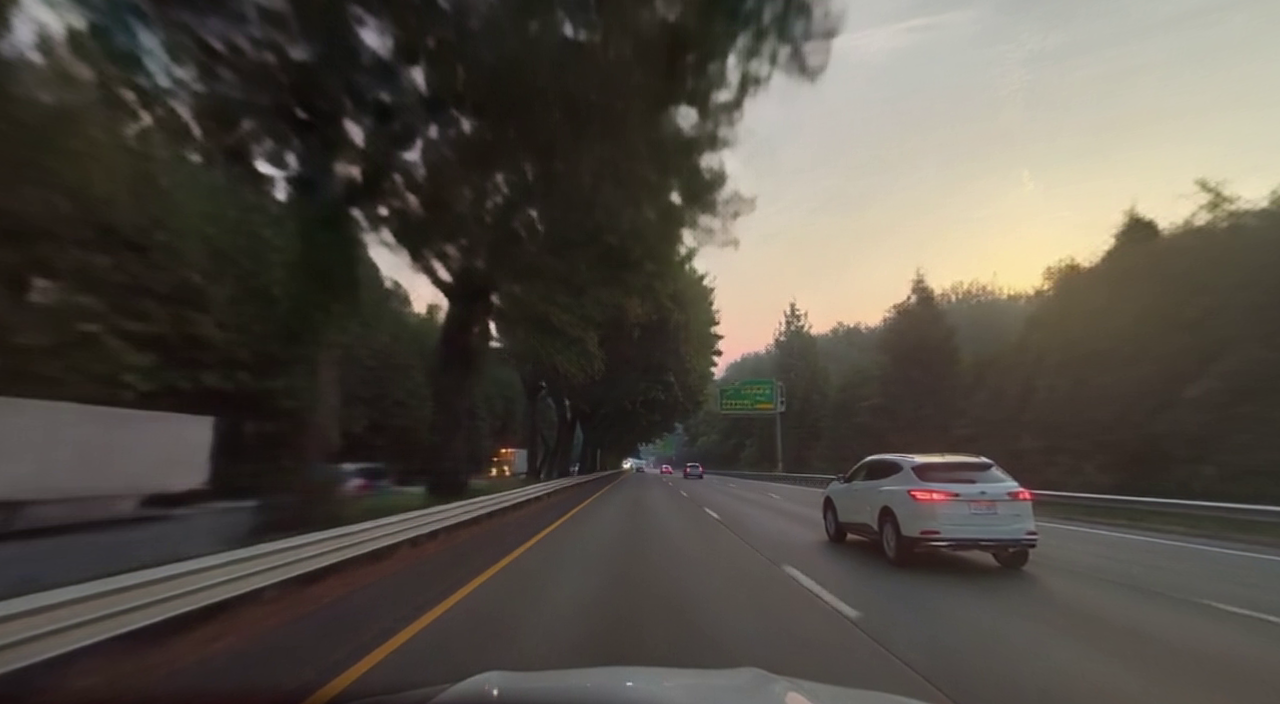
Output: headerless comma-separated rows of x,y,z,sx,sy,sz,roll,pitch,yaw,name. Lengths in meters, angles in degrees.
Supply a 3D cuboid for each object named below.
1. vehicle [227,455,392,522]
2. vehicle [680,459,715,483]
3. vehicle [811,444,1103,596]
-8.922,3.725,17.600,1.958,1.576,4.727,1,-10,1,vehicle
4.043,8.482,44.899,2.156,1.569,3.821,1,-10,0,vehicle
3.761,2.071,8.438,1.825,1.494,3.959,1,-10,0,vehicle
